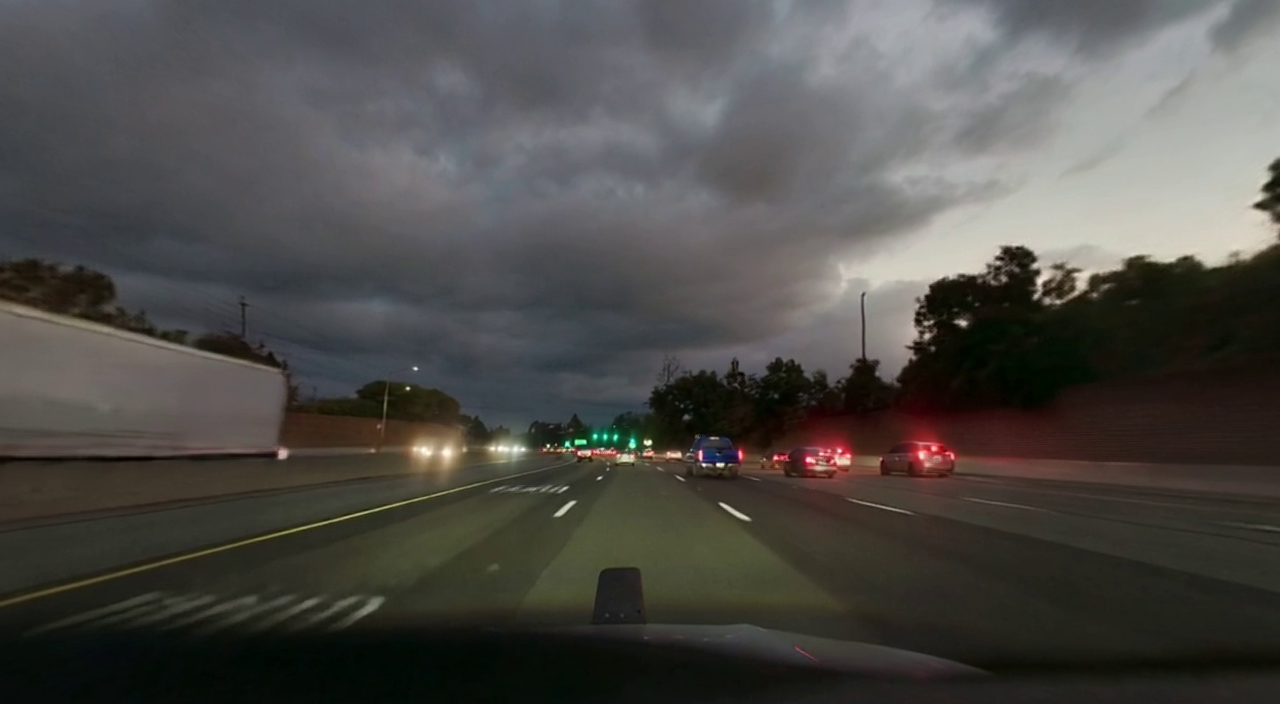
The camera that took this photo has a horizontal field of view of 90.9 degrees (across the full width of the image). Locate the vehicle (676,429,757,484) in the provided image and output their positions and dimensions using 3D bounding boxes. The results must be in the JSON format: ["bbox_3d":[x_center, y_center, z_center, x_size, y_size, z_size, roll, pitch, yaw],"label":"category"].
[{"bbox_3d":[2.922,4.167,25.479,2.374,1.952,5.431,0,-8,-2],"label":"vehicle"}]

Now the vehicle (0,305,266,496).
[{"bbox_3d":[-13.892,1.152,13.525,3.332,3.597,13.916,0,-8,0],"label":"vehicle"}]

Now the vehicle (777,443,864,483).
[{"bbox_3d":[7.333,4.548,26.242,1.976,1.485,4.925,0,-8,-3],"label":"vehicle"}]

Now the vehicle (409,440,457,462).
[{"bbox_3d":[-14.751,7.069,45.275,2.044,1.488,4.527,0,-8,-2],"label":"vehicle"}]

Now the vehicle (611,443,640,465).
[{"bbox_3d":[-1.161,7.870,48.784,2.050,1.607,3.821,0,-8,-3],"label":"vehicle"}]
